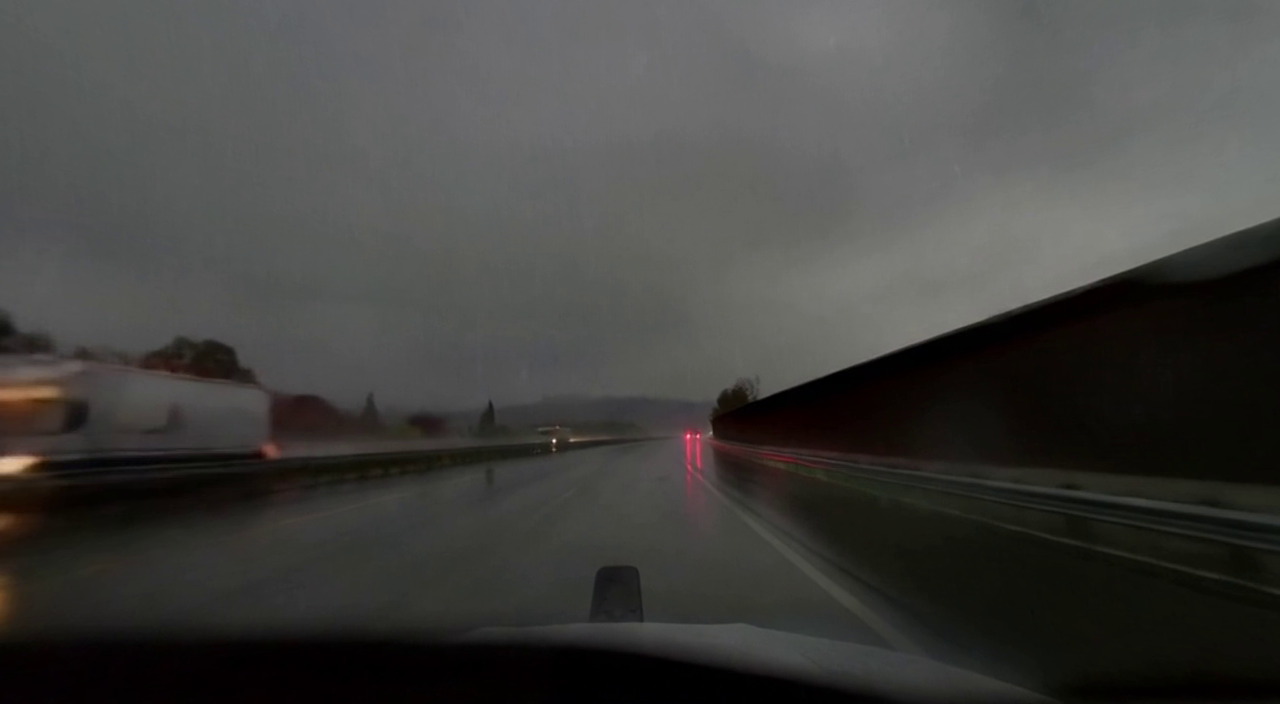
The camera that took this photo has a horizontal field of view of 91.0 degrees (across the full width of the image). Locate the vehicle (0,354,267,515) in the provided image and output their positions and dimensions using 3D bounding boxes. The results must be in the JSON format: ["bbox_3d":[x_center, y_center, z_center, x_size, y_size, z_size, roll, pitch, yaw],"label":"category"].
[{"bbox_3d":[-15.377,2.483,18.724,2.791,3.613,8.984,0,-8,1],"label":"vehicle"}]
